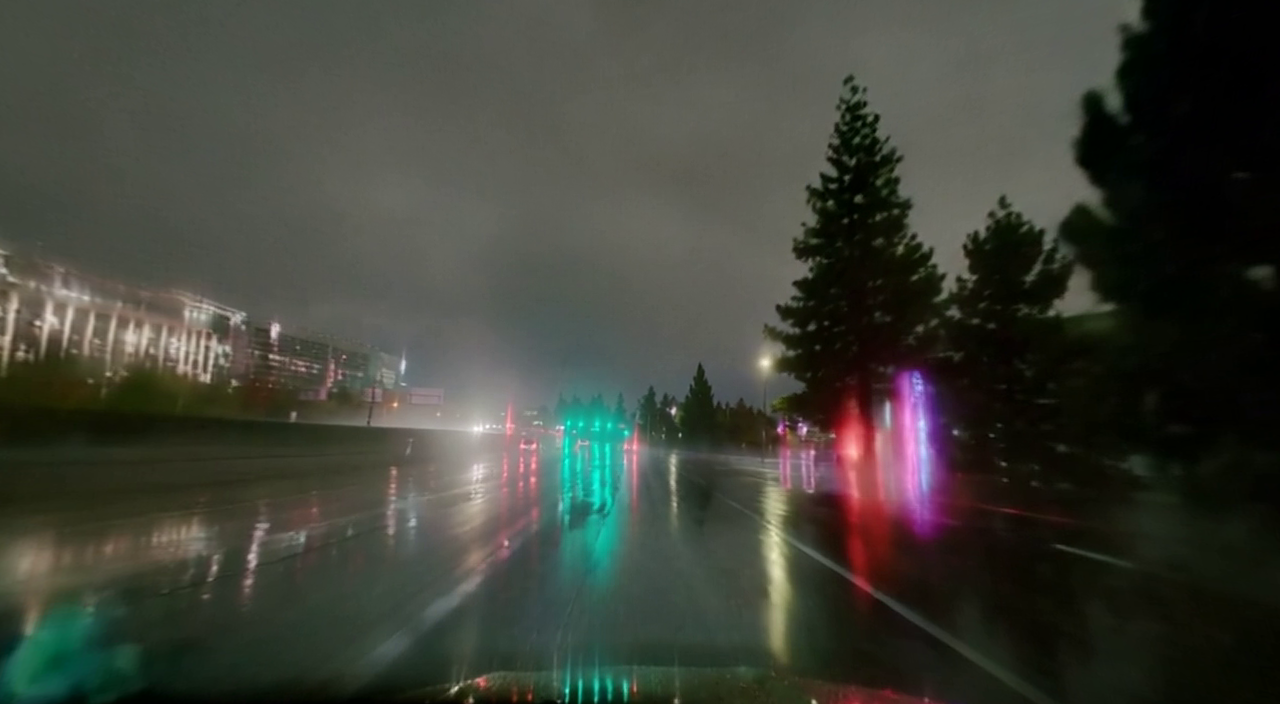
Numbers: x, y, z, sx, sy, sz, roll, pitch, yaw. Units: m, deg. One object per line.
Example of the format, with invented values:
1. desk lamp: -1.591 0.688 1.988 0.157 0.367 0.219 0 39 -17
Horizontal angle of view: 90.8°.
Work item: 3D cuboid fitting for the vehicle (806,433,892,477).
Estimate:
1. vehicle: 9.323 4.616 28.531 2.023 1.782 4.193 1 -9 -7
